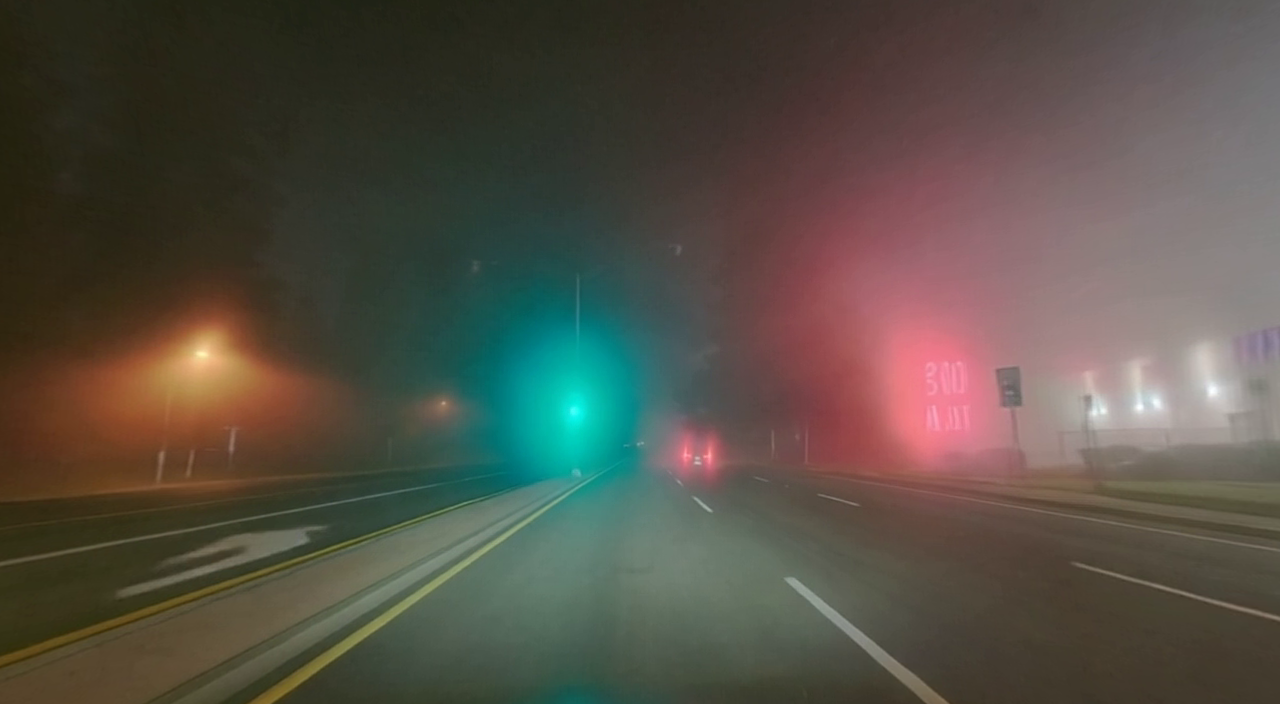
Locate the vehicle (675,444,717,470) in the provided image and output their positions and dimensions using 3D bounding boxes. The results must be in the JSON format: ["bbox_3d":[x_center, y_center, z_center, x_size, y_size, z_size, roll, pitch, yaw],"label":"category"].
[{"bbox_3d":[3.359,6.412,38.679,2.015,1.479,4.444,0,-9,-2],"label":"vehicle"}]
